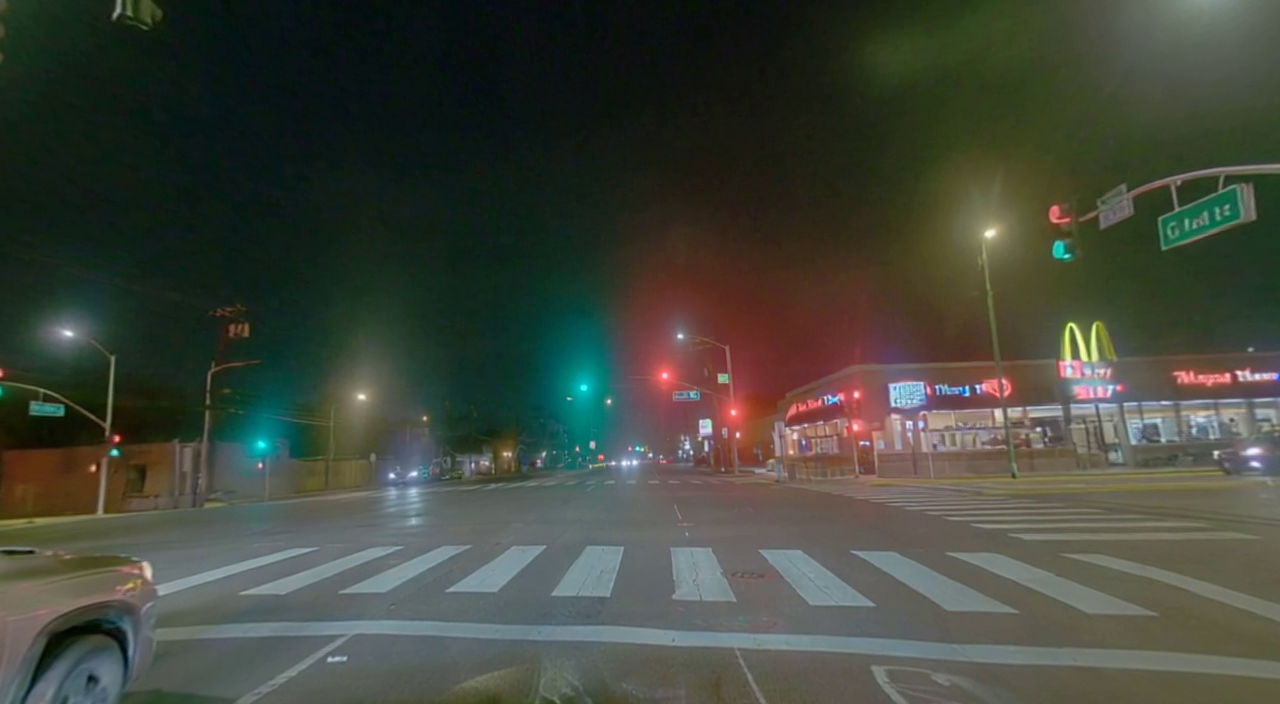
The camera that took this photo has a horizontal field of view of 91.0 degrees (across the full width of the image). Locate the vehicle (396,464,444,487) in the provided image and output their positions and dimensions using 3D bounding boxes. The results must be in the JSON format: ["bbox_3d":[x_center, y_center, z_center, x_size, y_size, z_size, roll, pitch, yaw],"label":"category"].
[{"bbox_3d":[-15.751,8.854,45.284,1.931,1.471,4.152,0,-9,0],"label":"vehicle"}]

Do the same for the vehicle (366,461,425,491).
[{"bbox_3d":[-19.219,9.735,49.763,2.227,2.033,5.614,0,-9,2],"label":"vehicle"}]

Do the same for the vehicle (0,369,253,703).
[{"bbox_3d":[-3.418,0.754,1.393,2.081,1.644,4.523,0,-9,3],"label":"vehicle"}]
